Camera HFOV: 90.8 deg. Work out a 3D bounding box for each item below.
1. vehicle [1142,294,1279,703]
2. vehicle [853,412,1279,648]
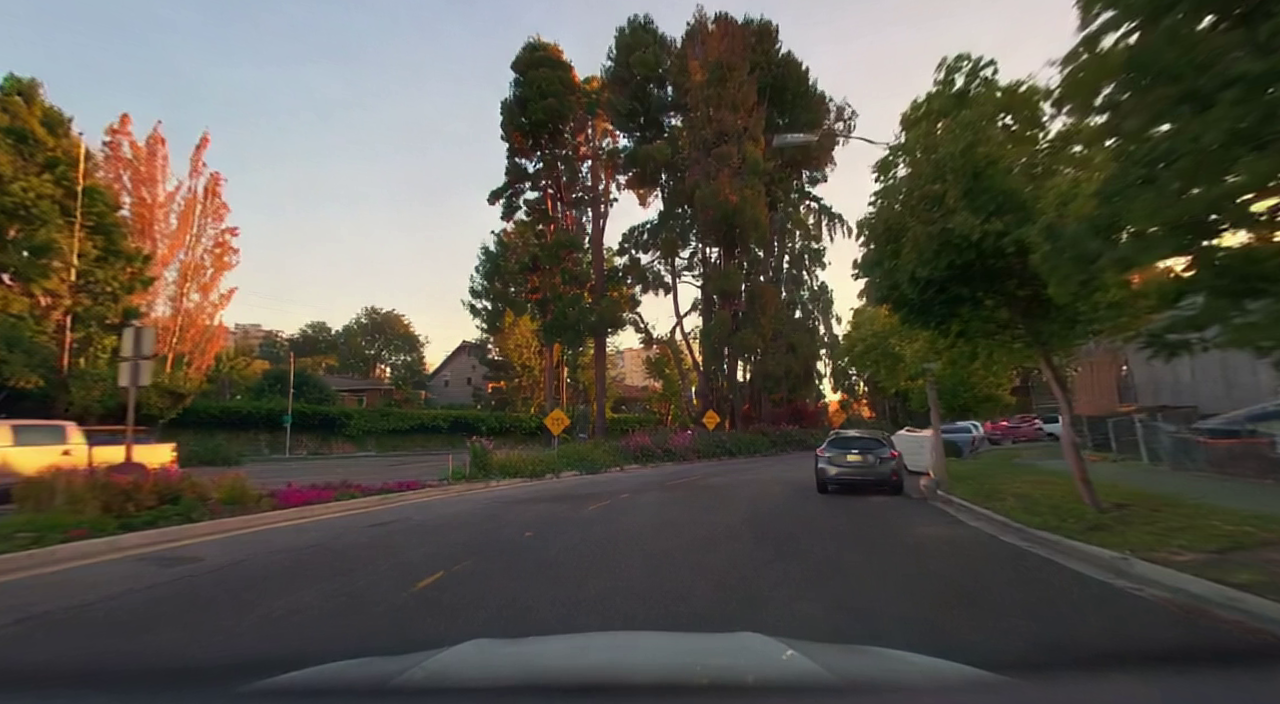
[{"bbox_3d":[3.204,0.443,0.361,2.176,1.746,4.335,0,-8,-1],"label":"vehicle"},{"bbox_3d":[3.550,1.427,6.261,1.877,1.416,4.604,-1,-8,8],"label":"vehicle"}]
